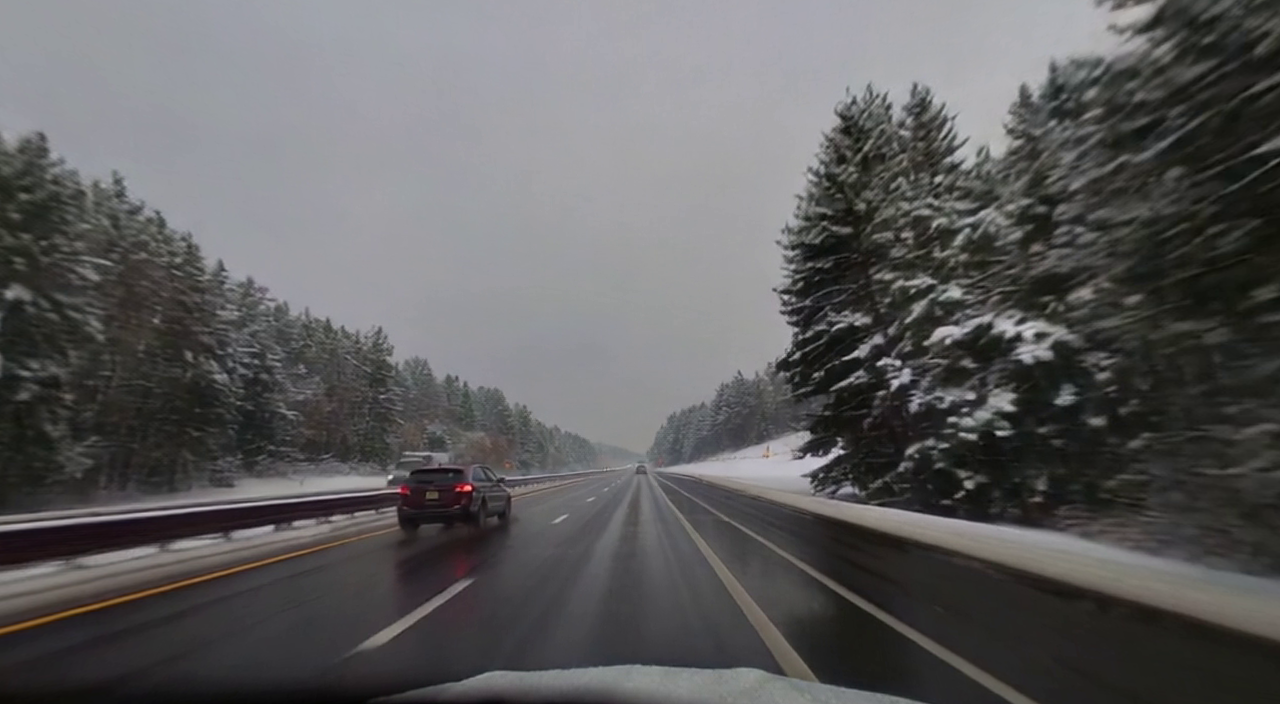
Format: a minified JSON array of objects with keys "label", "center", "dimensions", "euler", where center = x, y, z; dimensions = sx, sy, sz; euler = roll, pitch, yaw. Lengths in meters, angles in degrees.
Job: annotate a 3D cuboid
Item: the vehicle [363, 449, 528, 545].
[{"label":"vehicle","center":[-3.621,2.808,12.628],"dimensions":[1.900,1.550,4.146],"euler":[0,-11,1]}]
